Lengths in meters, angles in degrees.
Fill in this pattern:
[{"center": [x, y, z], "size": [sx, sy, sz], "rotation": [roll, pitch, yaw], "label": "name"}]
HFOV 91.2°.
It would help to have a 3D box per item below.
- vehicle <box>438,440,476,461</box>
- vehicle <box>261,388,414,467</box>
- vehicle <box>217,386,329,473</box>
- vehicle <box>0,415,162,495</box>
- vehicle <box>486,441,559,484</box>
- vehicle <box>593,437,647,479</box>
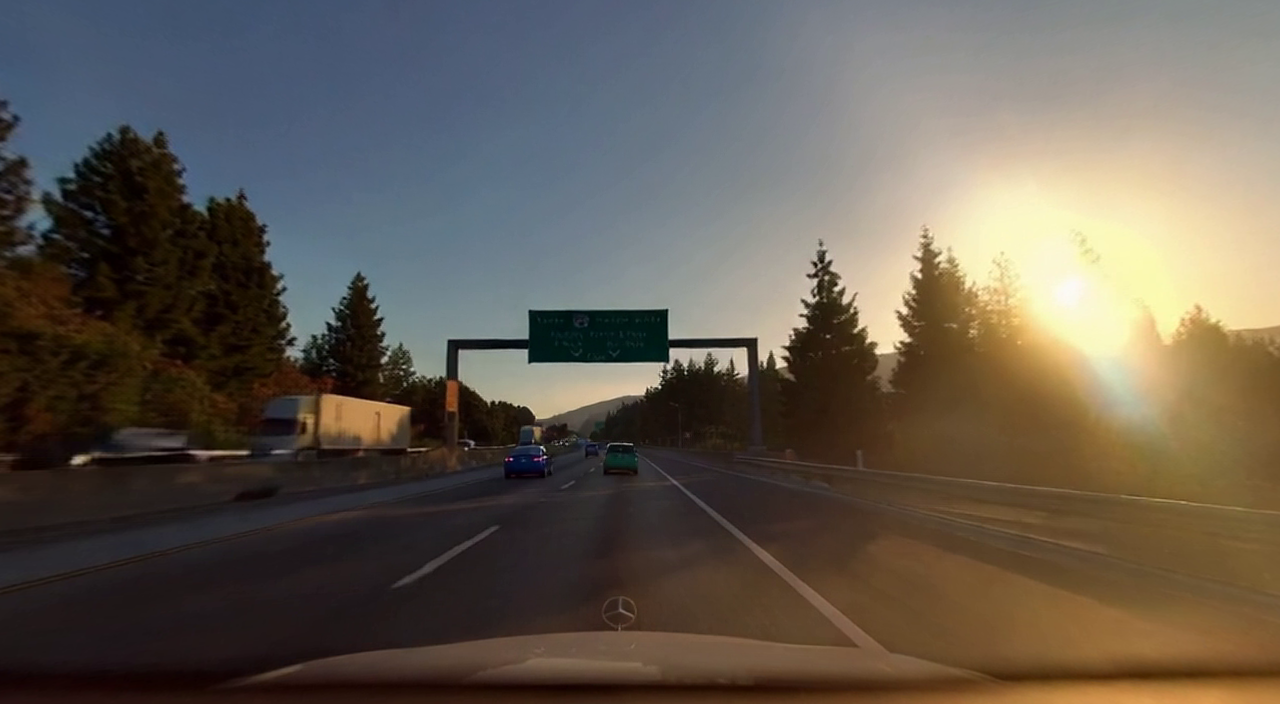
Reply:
[{"center": [-14.564, 7.834, 49.955], "size": [1.866, 1.584, 3.939], "rotation": [0, -9, -1], "label": "vehicle"}, {"center": [-18.151, 4.969, 39.444], "size": [2.895, 4.041, 14.097], "rotation": [0, -9, -1], "label": "vehicle"}, {"center": [-17.932, 3.877, 30.979], "size": [2.989, 3.994, 3.933], "rotation": [0, -9, -2], "label": "vehicle"}, {"center": [-13.998, 2.435, 14.854], "size": [1.938, 1.619, 4.246], "rotation": [-1, -9, 0], "label": "vehicle"}, {"center": [-4.683, 4.483, 25.723], "size": [2.103, 1.588, 4.709], "rotation": [-1, -9, 0], "label": "vehicle"}, {"center": [-0.879, 4.729, 28.067], "size": [2.220, 1.711, 4.056], "rotation": [0, -9, -1], "label": "vehicle"}]
